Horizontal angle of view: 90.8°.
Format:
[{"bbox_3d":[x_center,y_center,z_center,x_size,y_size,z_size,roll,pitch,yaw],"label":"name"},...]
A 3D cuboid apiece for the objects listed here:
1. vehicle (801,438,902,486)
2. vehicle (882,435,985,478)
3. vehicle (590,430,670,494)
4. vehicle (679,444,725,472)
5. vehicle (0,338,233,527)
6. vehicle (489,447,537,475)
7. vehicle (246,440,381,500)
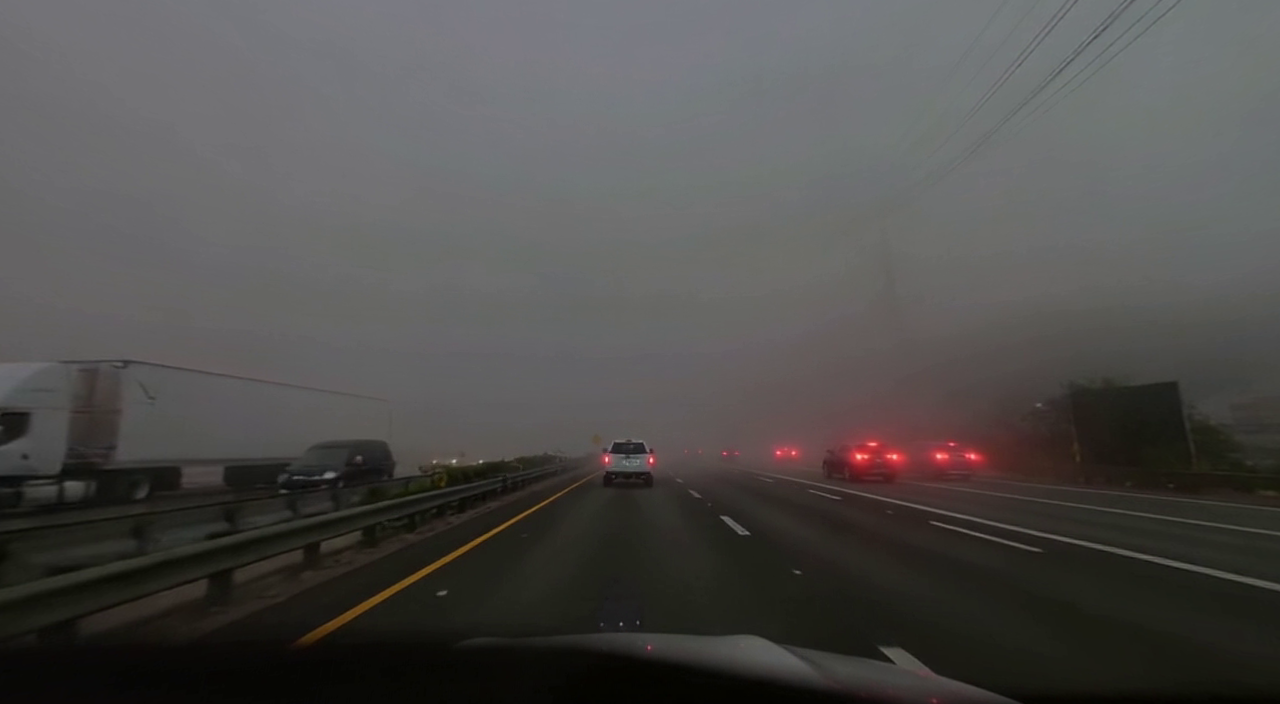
[{"bbox_3d":[7.093,3.711,21.676,1.958,1.473,4.201,0,-8,-1],"label":"vehicle"},{"bbox_3d":[11.345,4.051,24.747,1.944,1.505,4.138,0,-8,-1],"label":"vehicle"},{"bbox_3d":[-0.300,3.521,20.568,2.298,1.809,4.359,0,-8,0],"label":"vehicle"},{"bbox_3d":[3.361,5.856,35.196,1.934,1.461,4.368,0,-9,-2],"label":"vehicle"},{"bbox_3d":[-15.009,2.178,16.505,3.032,3.968,8.215,0,-8,1],"label":"vehicle"},{"bbox_3d":[-7.792,6.692,39.160,2.011,1.598,4.342,0,-8,0],"label":"vehicle"},{"bbox_3d":[-11.478,4.145,22.745,2.102,1.874,5.112,0,-8,0],"label":"vehicle"}]
